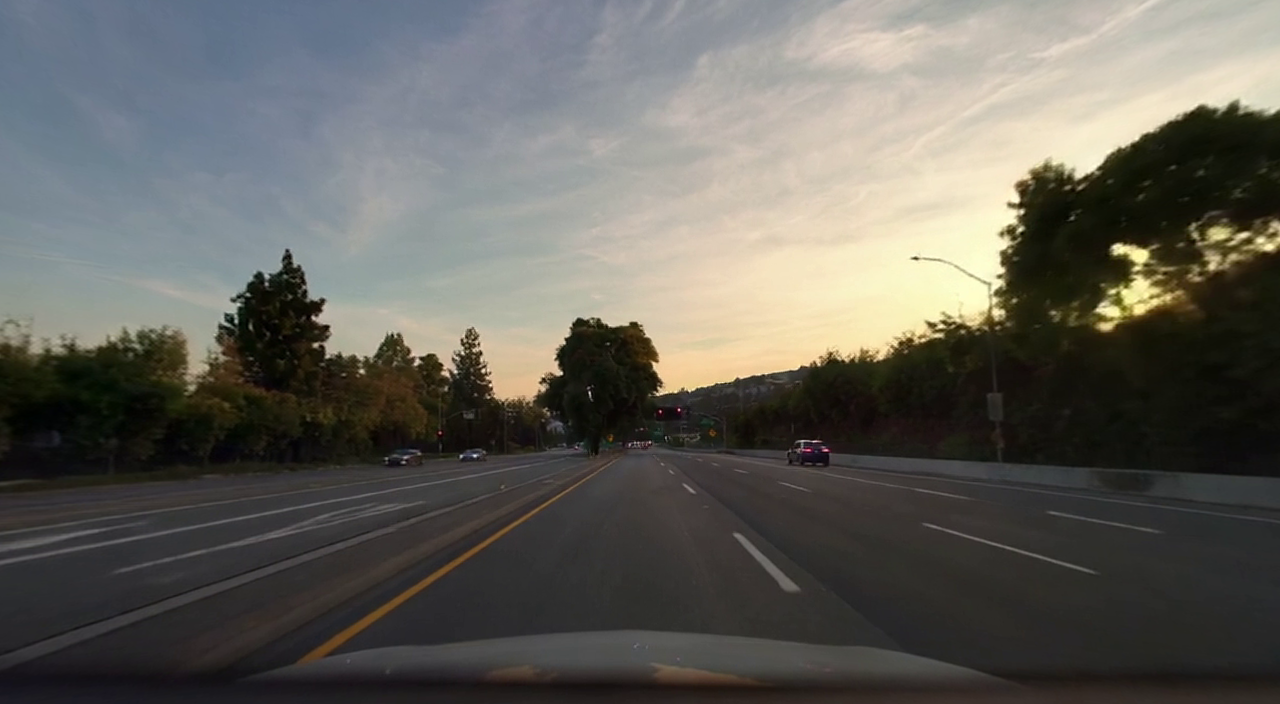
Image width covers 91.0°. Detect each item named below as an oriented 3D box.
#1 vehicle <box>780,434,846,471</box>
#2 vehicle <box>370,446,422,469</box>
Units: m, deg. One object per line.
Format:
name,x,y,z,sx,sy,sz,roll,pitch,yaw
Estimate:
vehicle,9.189,5.395,33.902,2.170,1.830,4.720,0,-8,0
vehicle,-18.652,8.073,48.351,2.043,1.627,4.595,0,-8,1
